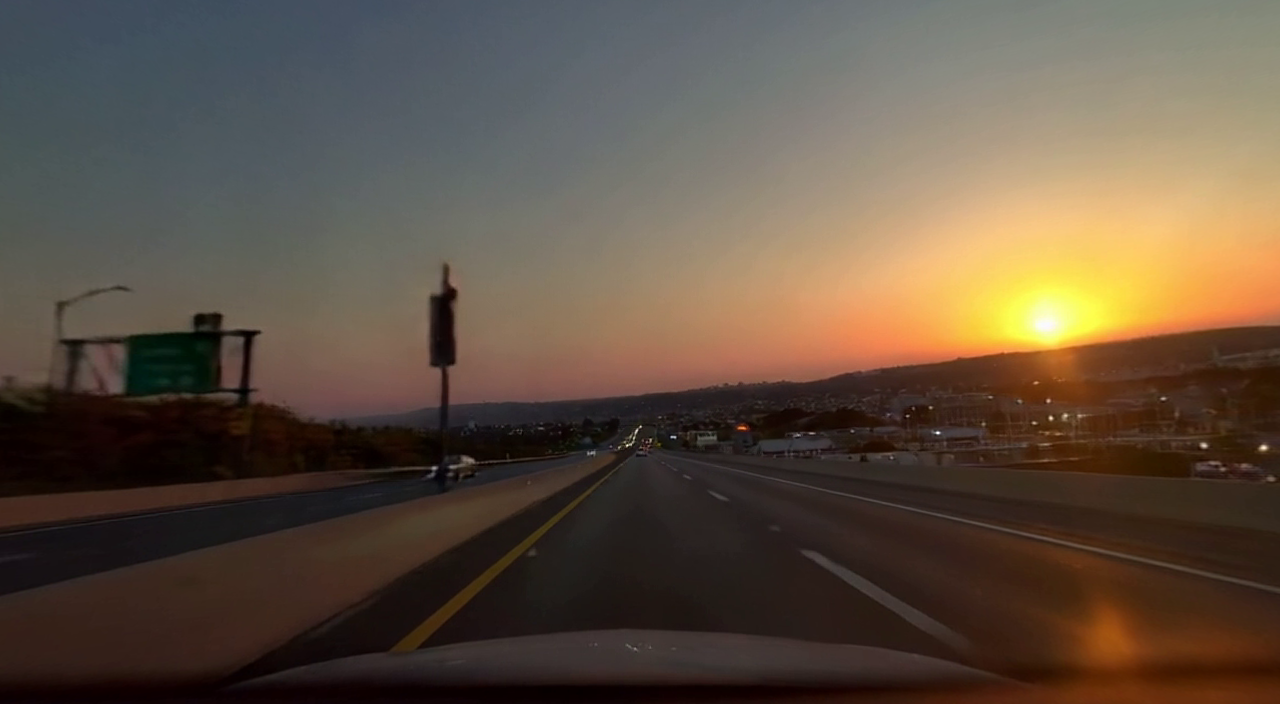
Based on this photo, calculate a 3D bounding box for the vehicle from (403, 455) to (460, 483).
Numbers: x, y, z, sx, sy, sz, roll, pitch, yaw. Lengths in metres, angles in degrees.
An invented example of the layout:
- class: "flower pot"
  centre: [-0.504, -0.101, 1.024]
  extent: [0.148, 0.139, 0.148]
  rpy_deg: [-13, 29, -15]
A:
- class: "vehicle"
  centre: [-11.699, 6.576, 35.645]
  extent: [1.871, 1.469, 3.687]
  rpy_deg: [0, -9, 1]
